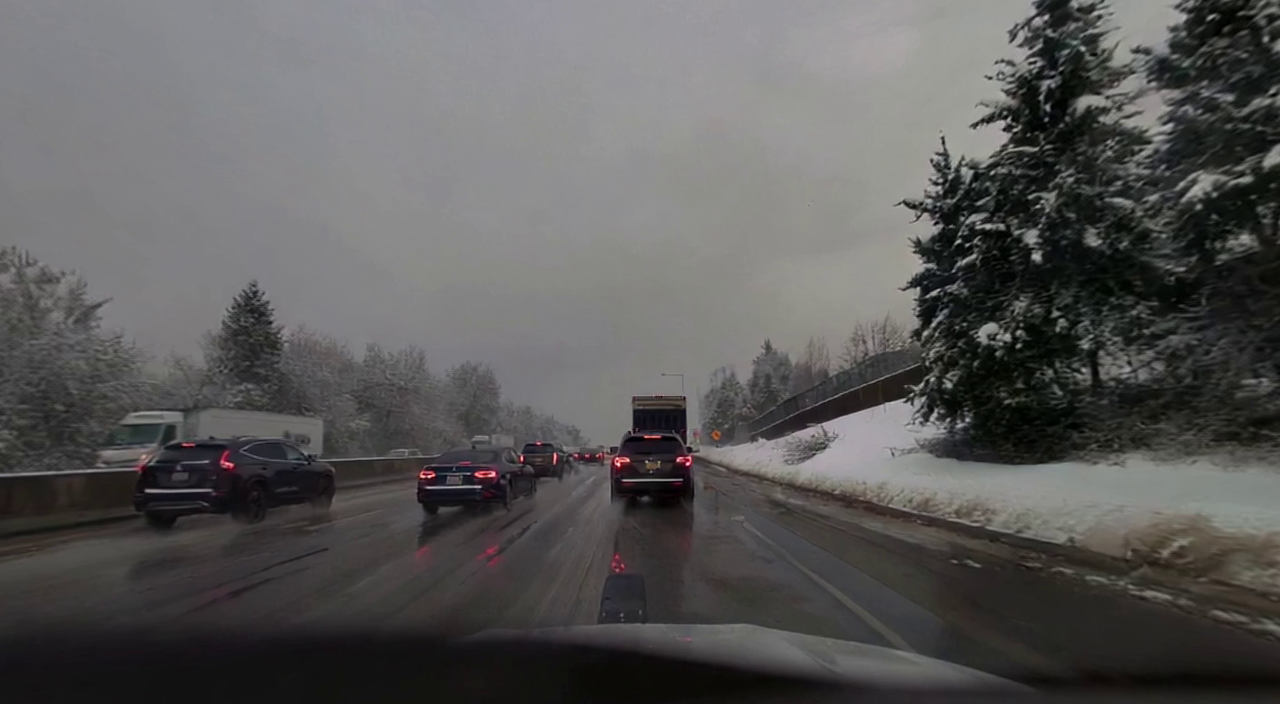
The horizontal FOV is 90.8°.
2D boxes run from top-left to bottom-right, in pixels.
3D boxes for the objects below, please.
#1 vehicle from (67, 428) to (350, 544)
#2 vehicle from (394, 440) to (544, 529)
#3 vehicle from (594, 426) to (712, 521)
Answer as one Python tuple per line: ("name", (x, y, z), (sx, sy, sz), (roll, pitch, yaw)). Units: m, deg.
("vehicle", (-7.469, 2.347, 11.695), (1.986, 1.700, 4.558), (0, -9, 0))
("vehicle", (-3.253, 2.601, 12.886), (1.917, 1.506, 3.949), (0, -9, 1))
("vehicle", (0.227, 2.704, 14.564), (2.210, 1.760, 5.303), (0, -9, -1))
